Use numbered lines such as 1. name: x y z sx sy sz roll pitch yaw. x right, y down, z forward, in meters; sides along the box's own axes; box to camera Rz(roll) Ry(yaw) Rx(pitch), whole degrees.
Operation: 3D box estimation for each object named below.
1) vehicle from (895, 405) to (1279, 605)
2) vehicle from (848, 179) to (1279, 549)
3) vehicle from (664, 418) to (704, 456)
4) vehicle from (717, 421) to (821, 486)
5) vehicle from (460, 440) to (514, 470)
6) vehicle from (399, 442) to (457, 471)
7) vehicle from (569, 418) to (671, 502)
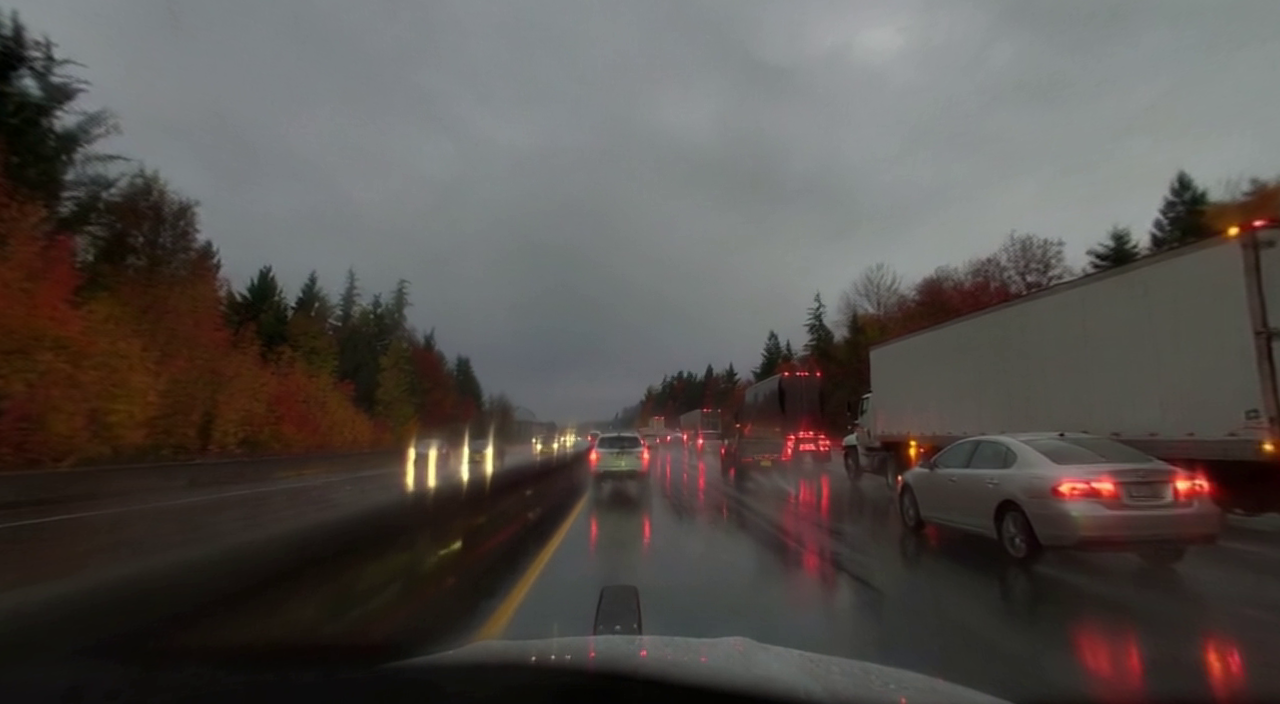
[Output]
1. vehicle: 4.724 1.447 6.914 2.040 1.523 4.068 0 -8 -1
2. vehicle: 8.398 1.018 13.550 2.867 4.066 13.802 0 -8 -1
3. vehicle: 3.156 6.273 46.378 2.395 2.656 6.037 0 -8 -1
4. vehicle: 3.676 2.974 18.758 2.147 1.707 3.963 0 -8 -2
5. vehicle: -8.333 5.634 34.594 1.921 1.533 4.091 0 -8 0
6. vehicle: -12.415 6.129 37.090 1.962 1.575 4.204 0 -8 0
7. vehicle: -0.445 2.507 15.110 2.087 1.709 4.455 0 -8 -1
